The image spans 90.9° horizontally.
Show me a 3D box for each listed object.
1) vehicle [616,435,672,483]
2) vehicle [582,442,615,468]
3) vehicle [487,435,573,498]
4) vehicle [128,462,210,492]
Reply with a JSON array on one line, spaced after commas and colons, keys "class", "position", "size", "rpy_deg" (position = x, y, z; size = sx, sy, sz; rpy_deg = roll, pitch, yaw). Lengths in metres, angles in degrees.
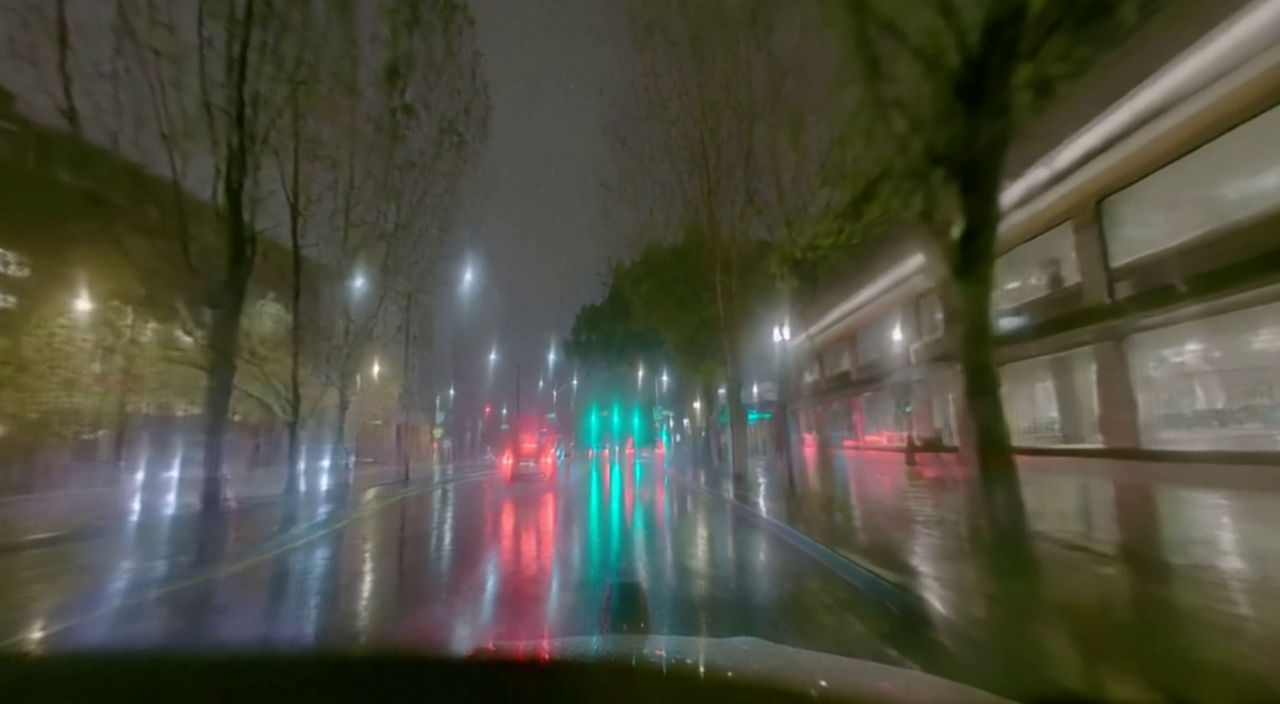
[{"class": "vehicle", "position": [0.147, 4.323, 25.743], "size": [2.120, 1.758, 3.917], "rpy_deg": [0, -8, 0]}, {"class": "vehicle", "position": [-3.065, 7.697, 47.377], "size": [2.220, 1.847, 4.587], "rpy_deg": [0, -8, 0]}, {"class": "vehicle", "position": [-3.296, 3.502, 19.620], "size": [1.940, 1.722, 3.823], "rpy_deg": [0, -8, 1]}, {"class": "vehicle", "position": [-31.104, 8.233, 41.810], "size": [1.929, 1.671, 4.597], "rpy_deg": [0, -8, -2]}]
